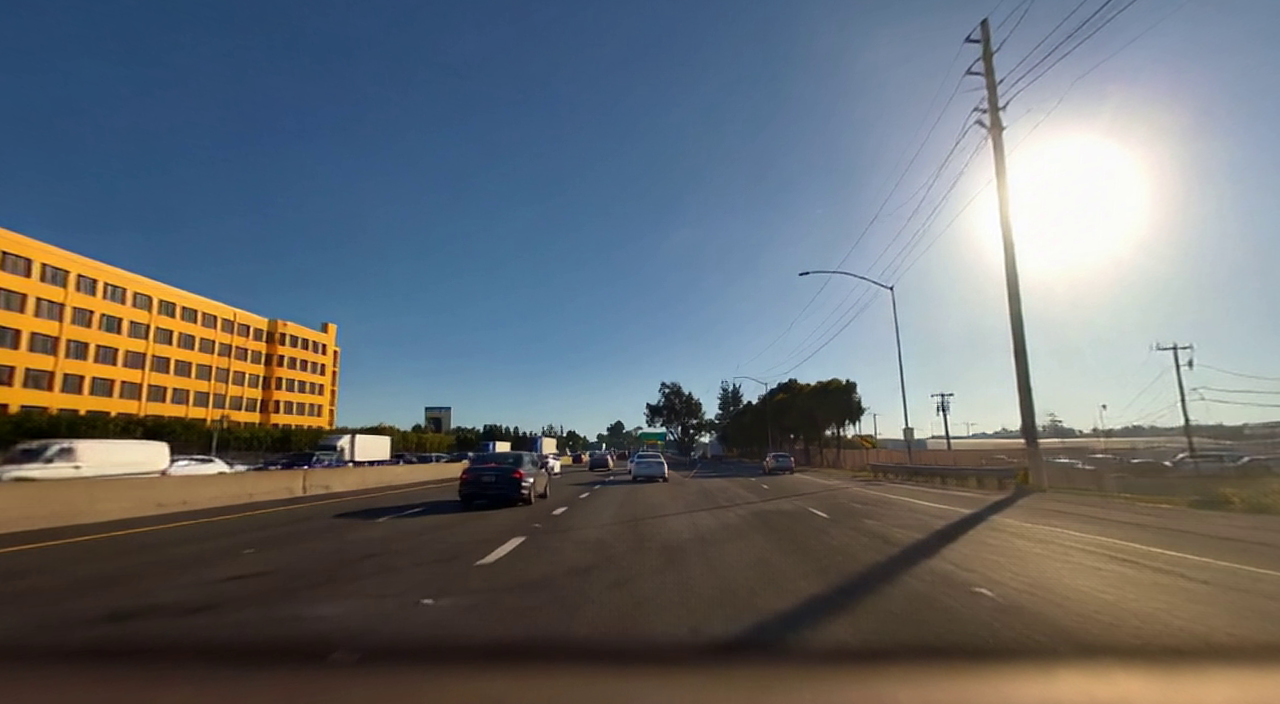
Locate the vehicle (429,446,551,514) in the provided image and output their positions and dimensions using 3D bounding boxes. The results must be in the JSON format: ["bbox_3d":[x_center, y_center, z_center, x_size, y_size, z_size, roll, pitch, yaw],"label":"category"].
[{"bbox_3d":[-3.772,3.299,16.835,2.059,1.508,4.662,-1,-8,1],"label":"vehicle"}]

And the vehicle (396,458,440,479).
[{"bbox_3d":[-16.547,8.661,47.177,1.834,1.406,3.789,0,-8,0],"label":"vehicle"}]

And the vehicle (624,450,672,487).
[{"bbox_3d":[0.358,5.436,29.724,2.107,1.538,3.999,-1,-8,1],"label":"vehicle"}]

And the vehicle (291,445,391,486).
[{"bbox_3d":[-12.406,4.705,26.565,1.991,1.537,4.464,-1,-8,0],"label":"vehicle"}]

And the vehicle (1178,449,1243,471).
[{"bbox_3d":[43.527,8.251,48.113,3.458,1.409,1.632,-2,-8,-6],"label":"vehicle"}]

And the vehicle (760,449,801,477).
[{"bbox_3d":[9.805,7.758,44.449,2.106,1.817,4.845,-1,-8,4],"label":"vehicle"}]

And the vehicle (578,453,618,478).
[{"bbox_3d":[-2.663,7.316,40.939,2.034,1.466,4.363,-1,-8,3],"label":"vehicle"}]

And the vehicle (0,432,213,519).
[{"bbox_3d":[-12.774,2.813,14.927,2.037,1.712,4.530,-1,-8,1],"label":"vehicle"}]
